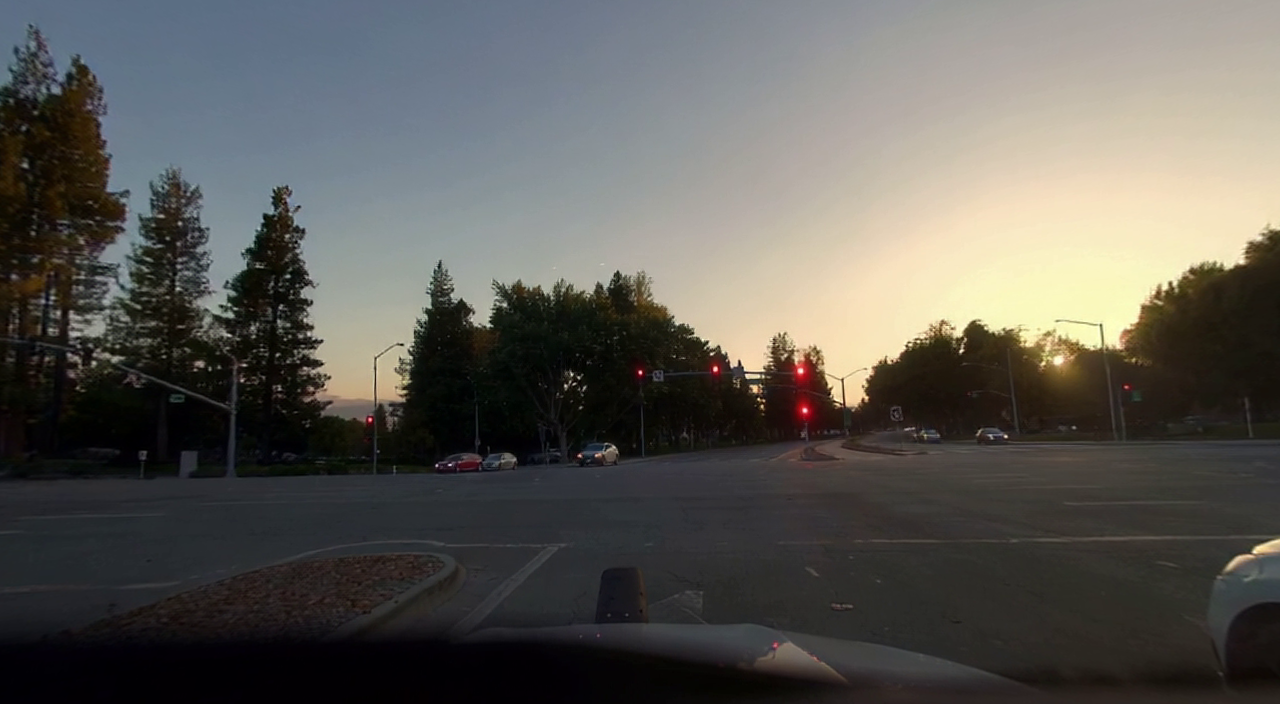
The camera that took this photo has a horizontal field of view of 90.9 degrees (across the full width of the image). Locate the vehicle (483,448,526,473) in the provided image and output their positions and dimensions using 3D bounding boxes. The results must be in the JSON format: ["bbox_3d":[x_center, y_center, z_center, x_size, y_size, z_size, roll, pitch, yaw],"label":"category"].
[{"bbox_3d":[-9.811,7.845,45.949,2.064,1.725,4.243,0,-9,1],"label":"vehicle"}]

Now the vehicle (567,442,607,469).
[{"bbox_3d":[-3.612,7.176,43.950,2.215,1.732,4.684,-1,-9,2],"label":"vehicle"}]

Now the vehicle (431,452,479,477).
[{"bbox_3d":[-13.436,8.163,45.982,2.101,1.637,4.304,0,-9,1],"label":"vehicle"}]

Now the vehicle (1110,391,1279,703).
[{"bbox_3d":[3.024,0.621,0.425,1.978,1.468,4.544,0,-9,2],"label":"vehicle"}]

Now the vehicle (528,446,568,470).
[{"bbox_3d":[-6.581,7.616,45.498,2.126,1.657,4.307,-1,-9,2],"label":"vehicle"}]
